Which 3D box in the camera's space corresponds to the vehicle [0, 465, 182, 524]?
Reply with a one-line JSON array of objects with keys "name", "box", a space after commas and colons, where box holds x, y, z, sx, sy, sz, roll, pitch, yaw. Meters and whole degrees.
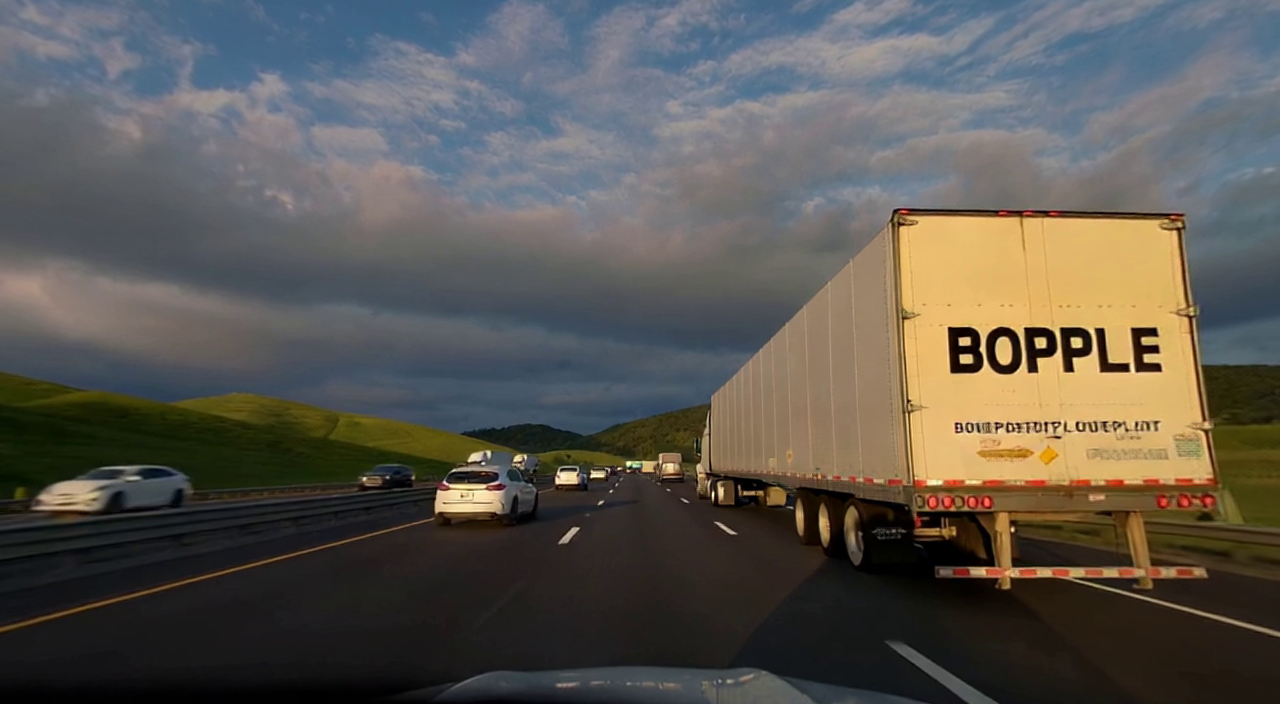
[{"name": "vehicle", "box": [-15.581, 4.034, 18.188, 1.748, 1.484, 3.887, 1, -11, 0]}]

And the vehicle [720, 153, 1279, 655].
[{"name": "vehicle", "box": [3.896, 1.573, 12.030, 2.839, 4.062, 14.051, 1, -11, 0]}]

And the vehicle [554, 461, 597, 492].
[{"name": "vehicle", "box": [-3.784, 7.385, 37.484, 2.063, 1.671, 4.197, 1, -11, 0]}]

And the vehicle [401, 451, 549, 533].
[{"name": "vehicle", "box": [-3.606, 3.215, 14.881, 2.088, 1.566, 4.853, 1, -11, 1]}]
